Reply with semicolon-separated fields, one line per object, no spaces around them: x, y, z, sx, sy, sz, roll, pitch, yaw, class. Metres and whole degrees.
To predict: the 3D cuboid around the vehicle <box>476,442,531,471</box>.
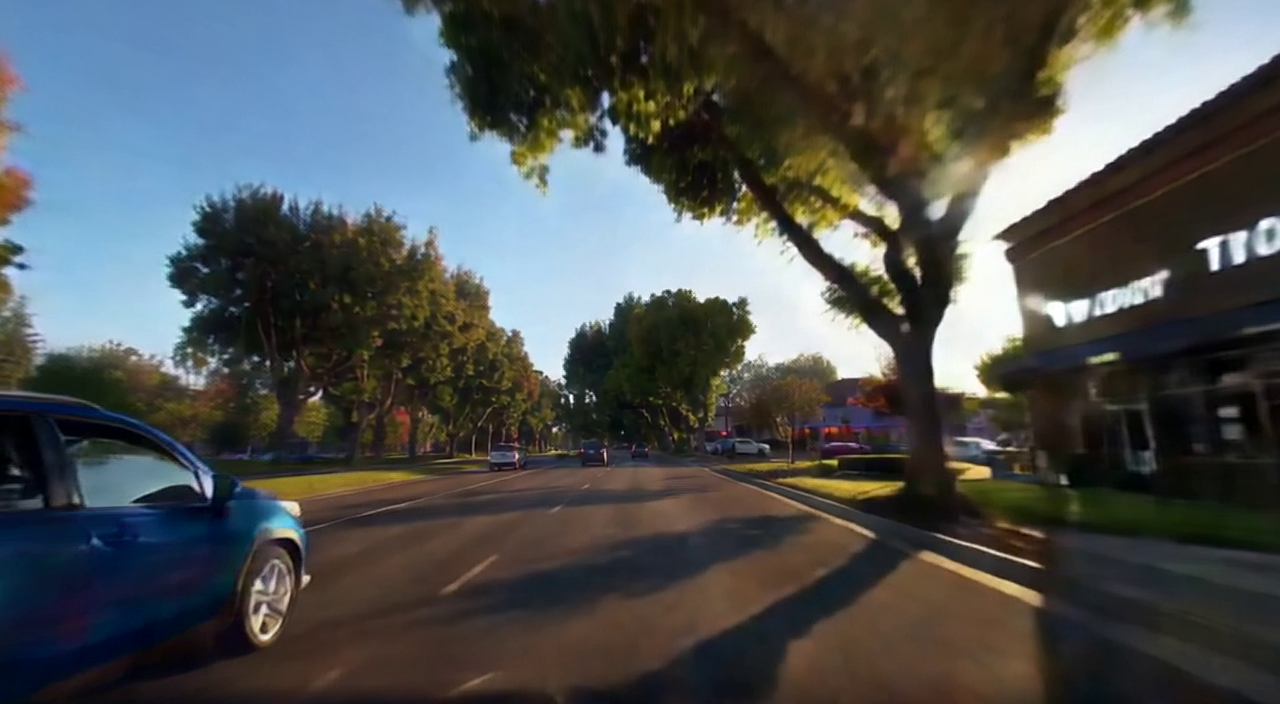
-7.465;5.740;34.927;1.990;1.483;4.410;0;-8;1;vehicle

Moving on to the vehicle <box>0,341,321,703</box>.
-3.312;0.807;2.265;2.127;1.654;4.121;0;-8;0;vehicle
